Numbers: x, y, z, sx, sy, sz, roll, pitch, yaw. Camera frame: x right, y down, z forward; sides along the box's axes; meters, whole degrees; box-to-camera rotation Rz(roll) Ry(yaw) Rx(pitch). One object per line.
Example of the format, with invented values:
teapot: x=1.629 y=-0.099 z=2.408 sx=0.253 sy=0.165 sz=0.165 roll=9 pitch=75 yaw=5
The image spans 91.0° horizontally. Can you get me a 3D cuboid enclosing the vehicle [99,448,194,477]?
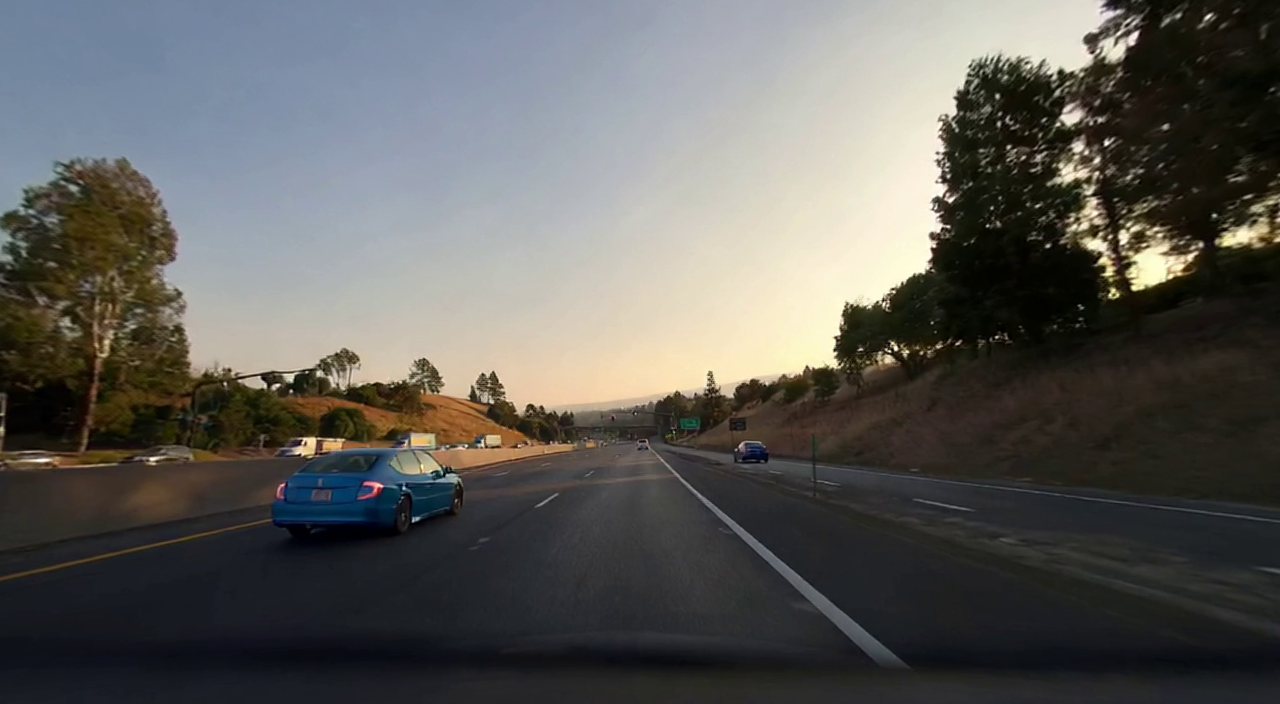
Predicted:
vehicle: x=-28.813 y=6.424 z=36.937 sx=1.872 sy=1.599 sz=4.463 roll=0 pitch=-9 yaw=1

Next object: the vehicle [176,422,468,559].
vehicle: x=-4.190 y=1.895 z=9.354 sx=1.987 sy=1.516 sz=4.478 roll=0 pitch=-9 yaw=0

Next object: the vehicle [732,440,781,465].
vehicle: x=7.368 y=6.423 z=40.281 sx=2.049 sy=1.481 sz=4.774 roll=0 pitch=-9 yaw=-2

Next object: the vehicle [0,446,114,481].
vehicle: x=-32.671 y=6.173 z=35.174 sx=1.982 sy=1.783 sz=5.261 roll=0 pitch=-9 yaw=-1
